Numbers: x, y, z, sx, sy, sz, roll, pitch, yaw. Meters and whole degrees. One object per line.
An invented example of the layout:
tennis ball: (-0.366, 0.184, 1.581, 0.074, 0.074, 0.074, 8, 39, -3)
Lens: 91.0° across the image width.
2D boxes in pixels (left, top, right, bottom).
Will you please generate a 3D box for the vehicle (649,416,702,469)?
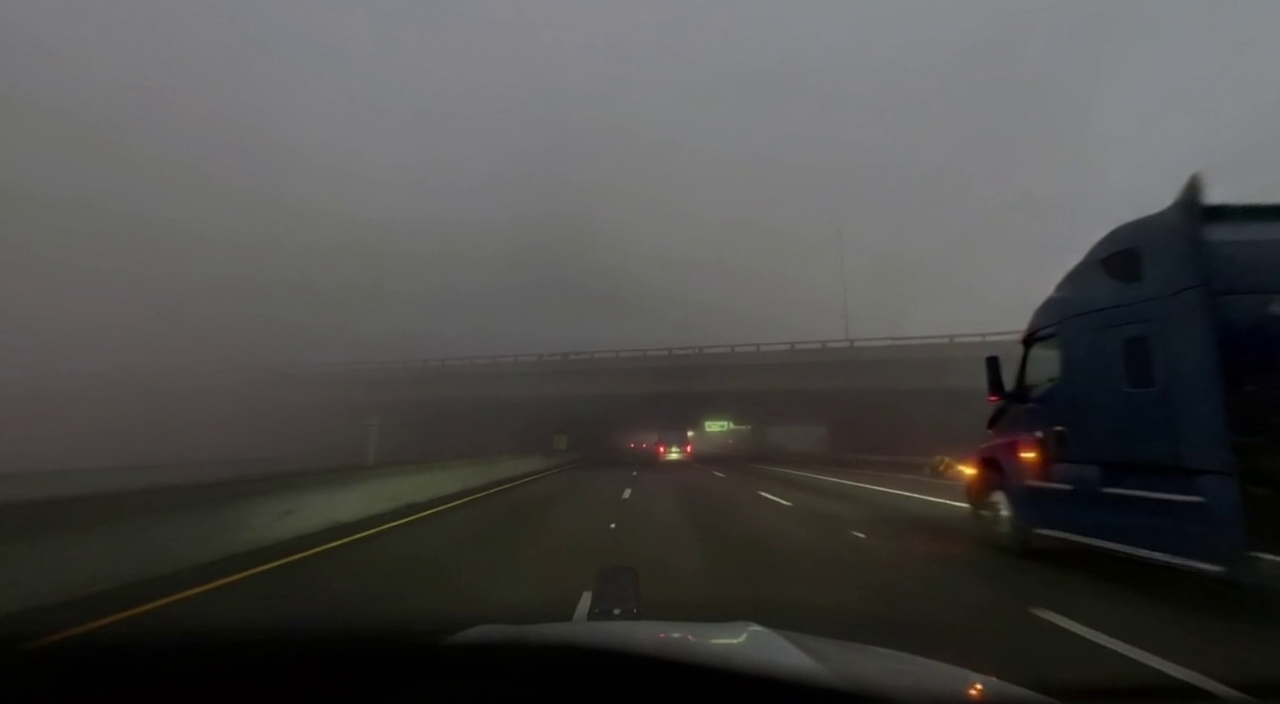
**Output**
vehicle: (1.827, 4.971, 34.622, 2.481, 2.618, 6.314, 0, -8, 0)

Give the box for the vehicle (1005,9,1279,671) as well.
vehicle: (5.370, -0.461, 1.123, 2.997, 3.983, 10.860, 1, -8, 0)
